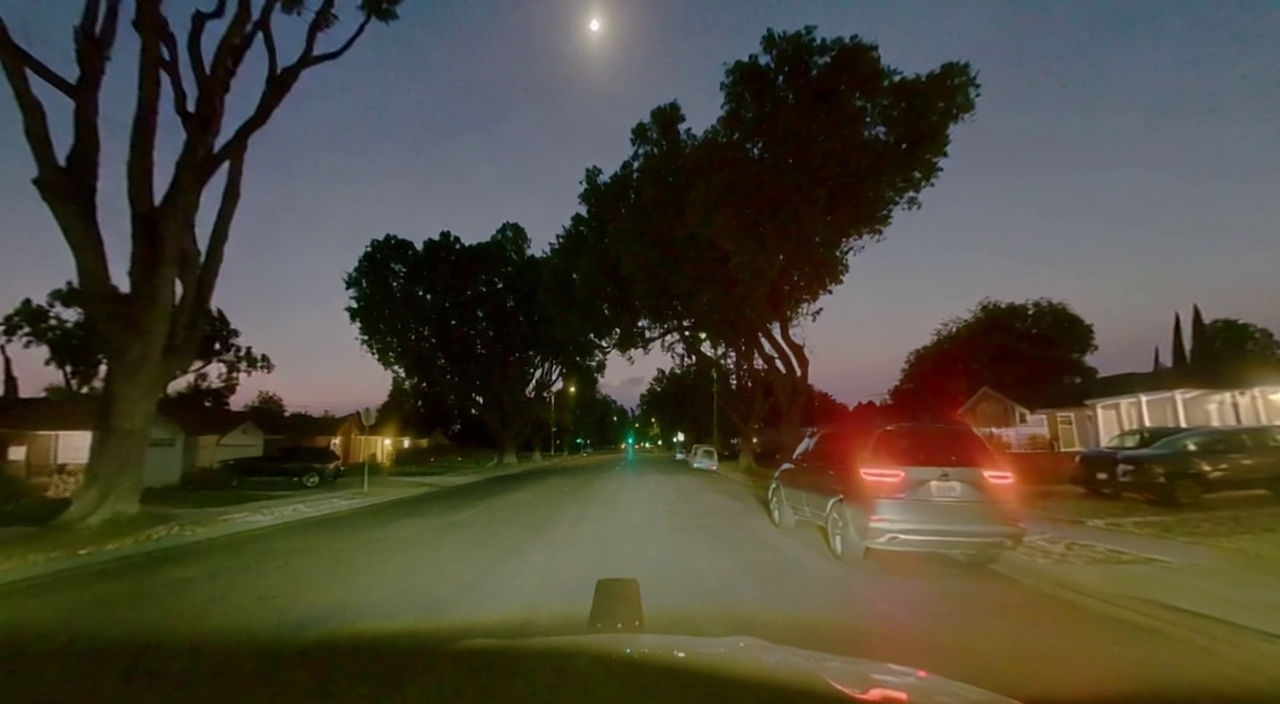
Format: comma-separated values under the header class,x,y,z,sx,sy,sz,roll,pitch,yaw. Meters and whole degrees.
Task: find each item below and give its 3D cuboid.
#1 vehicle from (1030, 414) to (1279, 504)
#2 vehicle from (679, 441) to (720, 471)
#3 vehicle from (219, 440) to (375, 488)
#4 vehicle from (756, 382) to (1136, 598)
class,x,y,z,sx,sy,sz,roll,pitch,yaw
vehicle,10.448,1.955,11.688,5.041,1.486,1.969,-2,-9,14
vehicle,3.282,5.811,35.610,2.016,1.567,4.228,0,-8,1
vehicle,-13.298,4.355,24.749,4.928,1.797,1.981,0,-8,2
vehicle,3.160,1.572,8.139,2.241,1.875,5.059,0,-8,-1
